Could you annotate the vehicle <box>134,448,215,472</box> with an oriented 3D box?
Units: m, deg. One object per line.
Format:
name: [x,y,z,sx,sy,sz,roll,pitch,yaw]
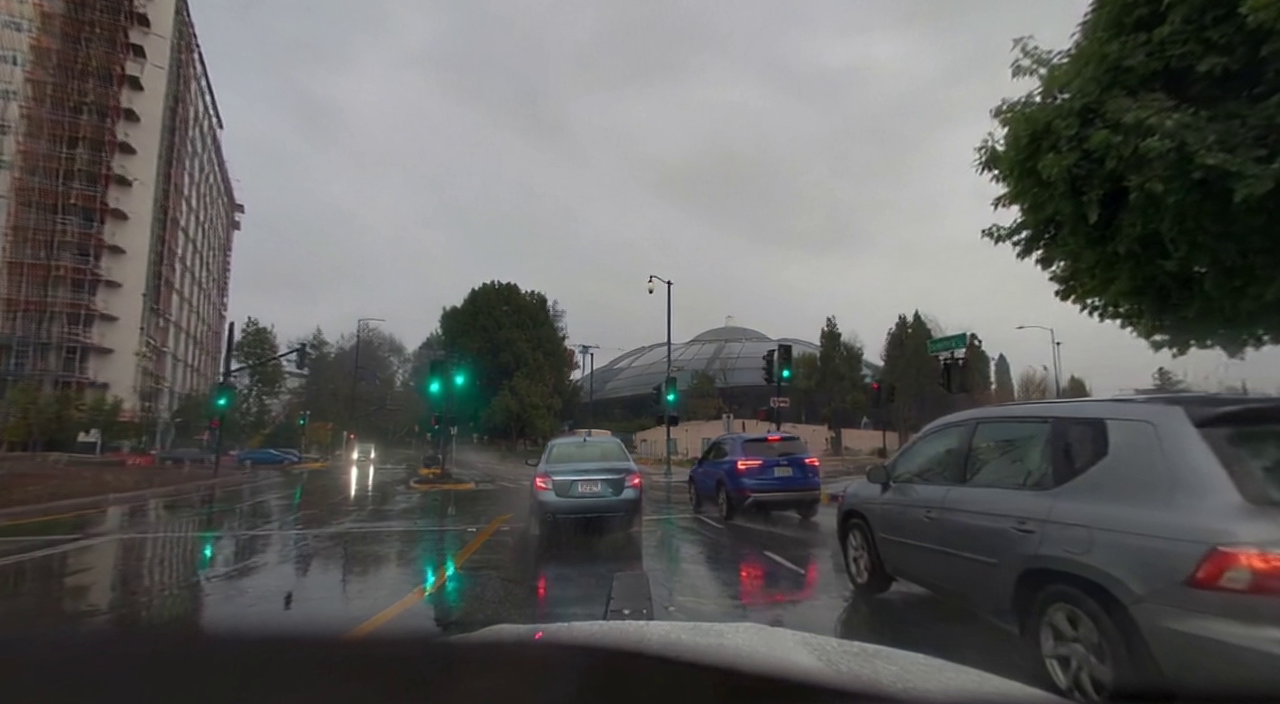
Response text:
vehicle: [-32.838,7.606,44.460,4.653,1.459,2.228,-2,-8,18]

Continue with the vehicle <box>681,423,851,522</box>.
vehicle: [2.393,2.452,13.361,2.103,1.710,4.396,1,-9,-9]

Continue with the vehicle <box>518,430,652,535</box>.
vehicle: [-1.204,2.365,12.029,2.132,1.632,3.889,1,-9,-10]

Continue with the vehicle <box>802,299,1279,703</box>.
vehicle: [3.078,1.068,4.419,2.320,1.772,4.872,0,-9,-3]

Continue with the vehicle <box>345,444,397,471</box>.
vehicle: [-18.223,7.156,42.947,2.303,1.692,4.571,1,-9,-11]
